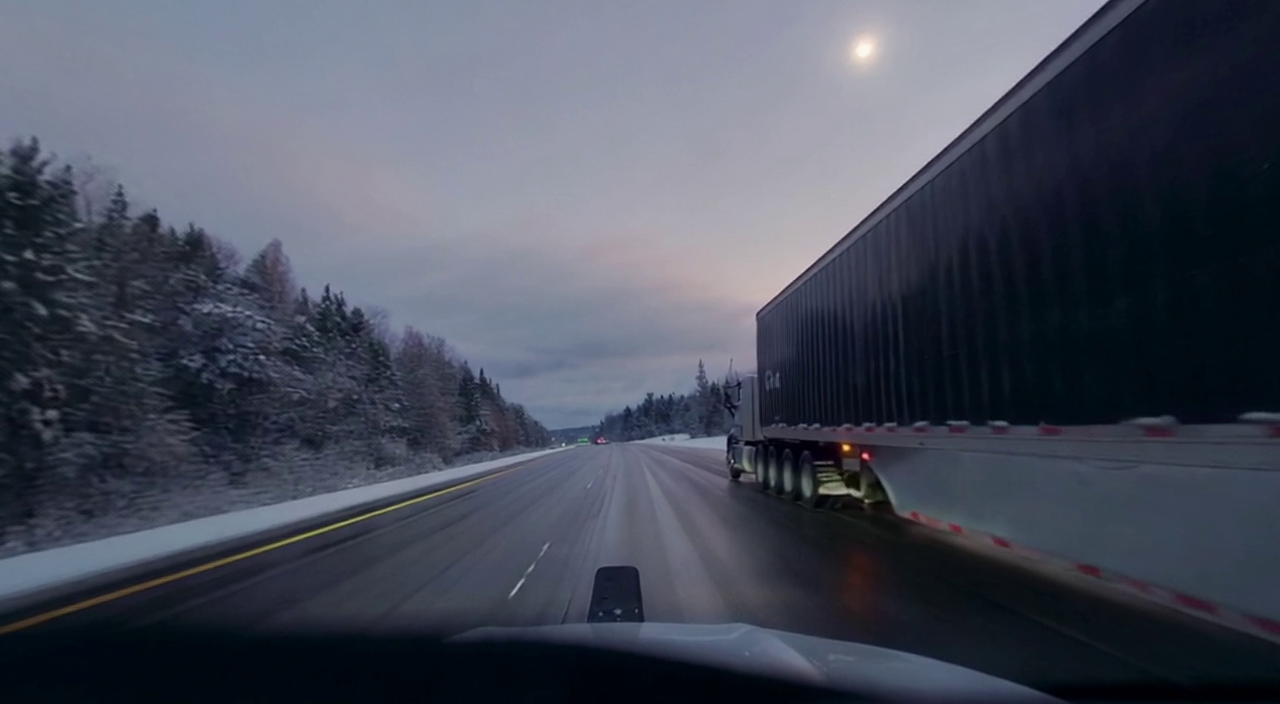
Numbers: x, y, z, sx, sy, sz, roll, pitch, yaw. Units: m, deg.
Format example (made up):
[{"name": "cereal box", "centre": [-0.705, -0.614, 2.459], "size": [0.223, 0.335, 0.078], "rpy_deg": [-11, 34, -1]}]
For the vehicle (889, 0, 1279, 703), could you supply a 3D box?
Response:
[{"name": "vehicle", "centre": [4.560, -0.274, 2.916], "size": [2.932, 4.022, 8.803], "rpy_deg": [0, -8, -2]}]
